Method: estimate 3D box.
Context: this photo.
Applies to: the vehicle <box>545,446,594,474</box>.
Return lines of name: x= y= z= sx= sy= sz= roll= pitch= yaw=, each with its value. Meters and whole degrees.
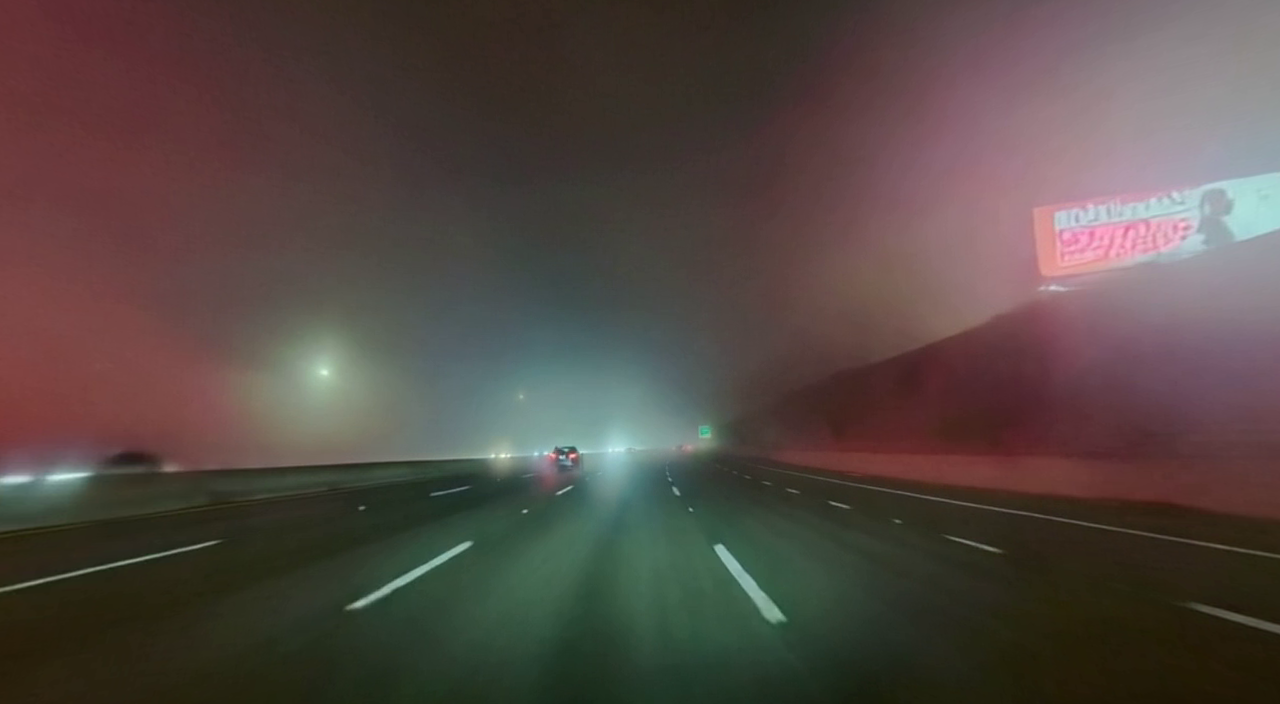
vehicle: x=-3.864 y=5.993 z=35.430 sx=2.078 sy=1.457 sz=4.648 roll=0 pitch=-9 yaw=2

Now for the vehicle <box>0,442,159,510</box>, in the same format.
vehicle: x=-14.884 y=3.053 z=16.021 sx=2.078 sy=1.483 sz=4.120 roll=0 pitch=-9 yaw=1
